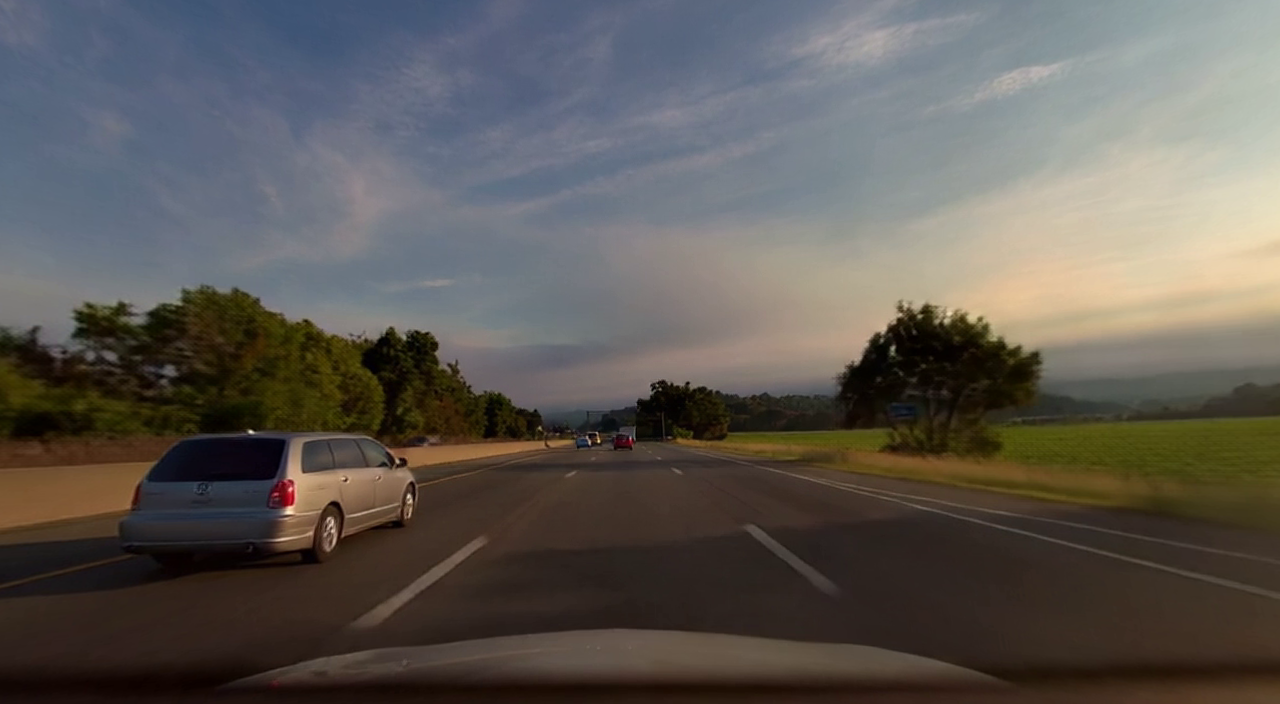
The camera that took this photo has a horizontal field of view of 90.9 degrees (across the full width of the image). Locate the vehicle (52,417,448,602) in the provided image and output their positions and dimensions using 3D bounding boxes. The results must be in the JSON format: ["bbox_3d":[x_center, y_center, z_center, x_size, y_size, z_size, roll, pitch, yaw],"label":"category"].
[{"bbox_3d":[-3.798,1.559,7.224,1.931,1.483,4.105,0,-8,-1],"label":"vehicle"}]

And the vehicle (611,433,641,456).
[{"bbox_3d":[-1.004,7.026,47.876,2.162,1.616,4.242,0,-8,0],"label":"vehicle"}]
